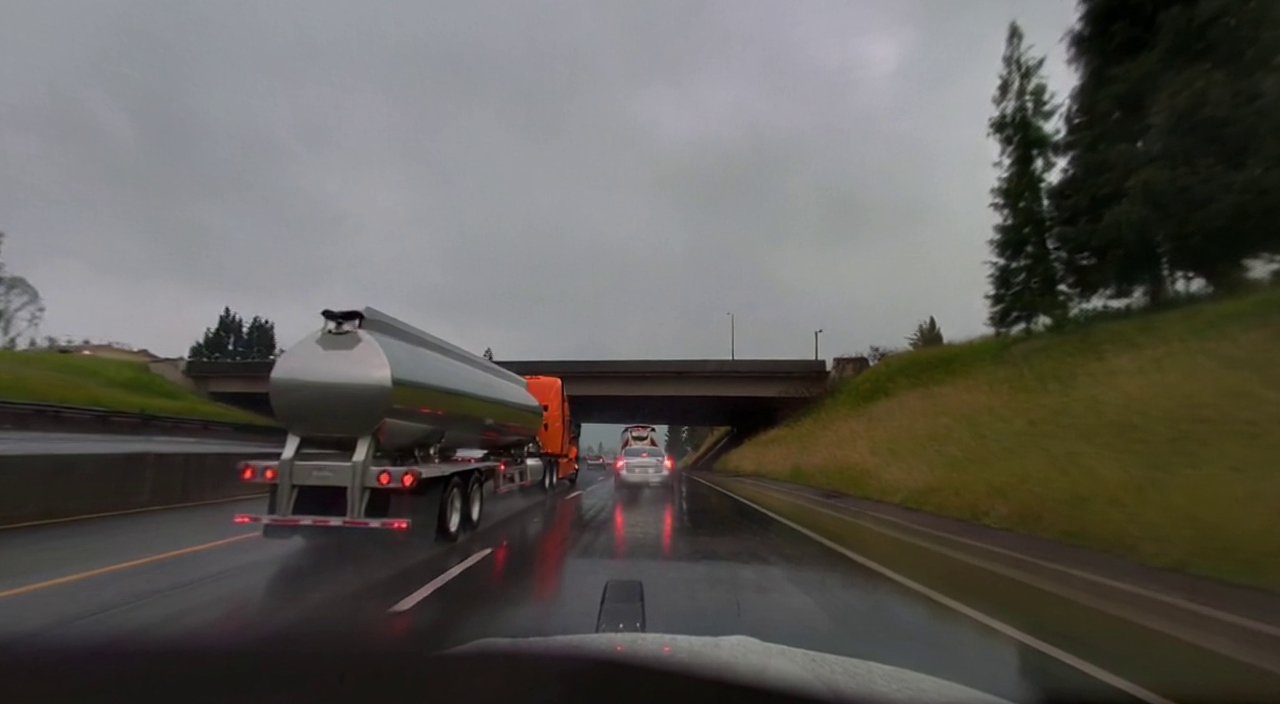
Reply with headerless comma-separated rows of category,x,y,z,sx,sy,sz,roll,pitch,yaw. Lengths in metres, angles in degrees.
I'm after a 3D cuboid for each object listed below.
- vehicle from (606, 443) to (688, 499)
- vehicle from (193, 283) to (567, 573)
vehicle,0.178,3.515,19.202,2.215,1.481,4.246,0,-8,0
vehicle,-3.988,1.941,15.092,2.896,3.563,14.643,0,-8,-1
